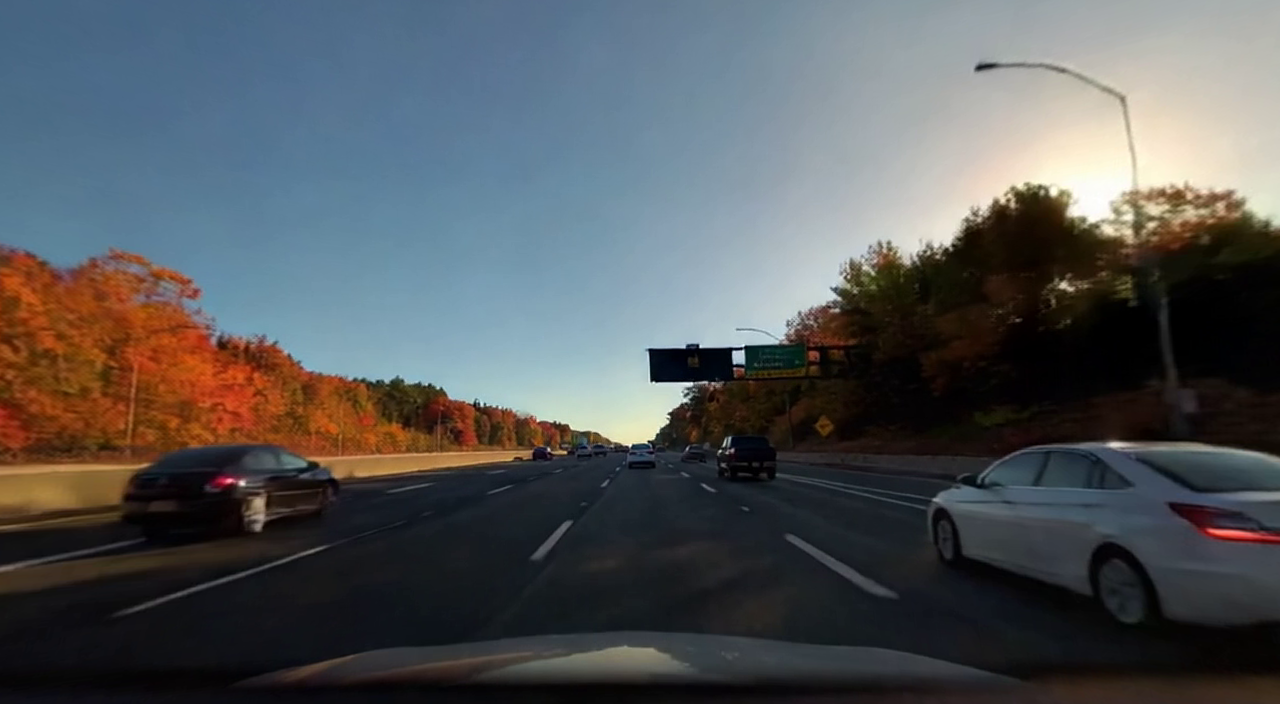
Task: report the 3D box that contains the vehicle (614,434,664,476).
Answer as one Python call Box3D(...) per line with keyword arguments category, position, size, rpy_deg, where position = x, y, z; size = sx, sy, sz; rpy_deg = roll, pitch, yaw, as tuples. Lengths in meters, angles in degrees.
Box3D(category="vehicle", position=(0.000, 5.272, 32.455), size=(2.372, 1.957, 5.121), rpy_deg=(0, -9, 1))

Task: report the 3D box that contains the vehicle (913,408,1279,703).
Box3D(category="vehicle", position=(4.065, 1.274, 4.554), size=(2.057, 1.508, 4.767), rpy_deg=(0, -9, 0))

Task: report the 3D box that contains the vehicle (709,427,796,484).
Box3D(category="vehicle", position=(4.292, 4.115, 25.194), size=(2.388, 1.998, 5.749), rpy_deg=(0, -9, 0))

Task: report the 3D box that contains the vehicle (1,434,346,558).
Box3D(category="vehicle", position=(-6.901, 2.152, 10.189), size=(2.014, 1.526, 4.577), rpy_deg=(0, -9, 1))
